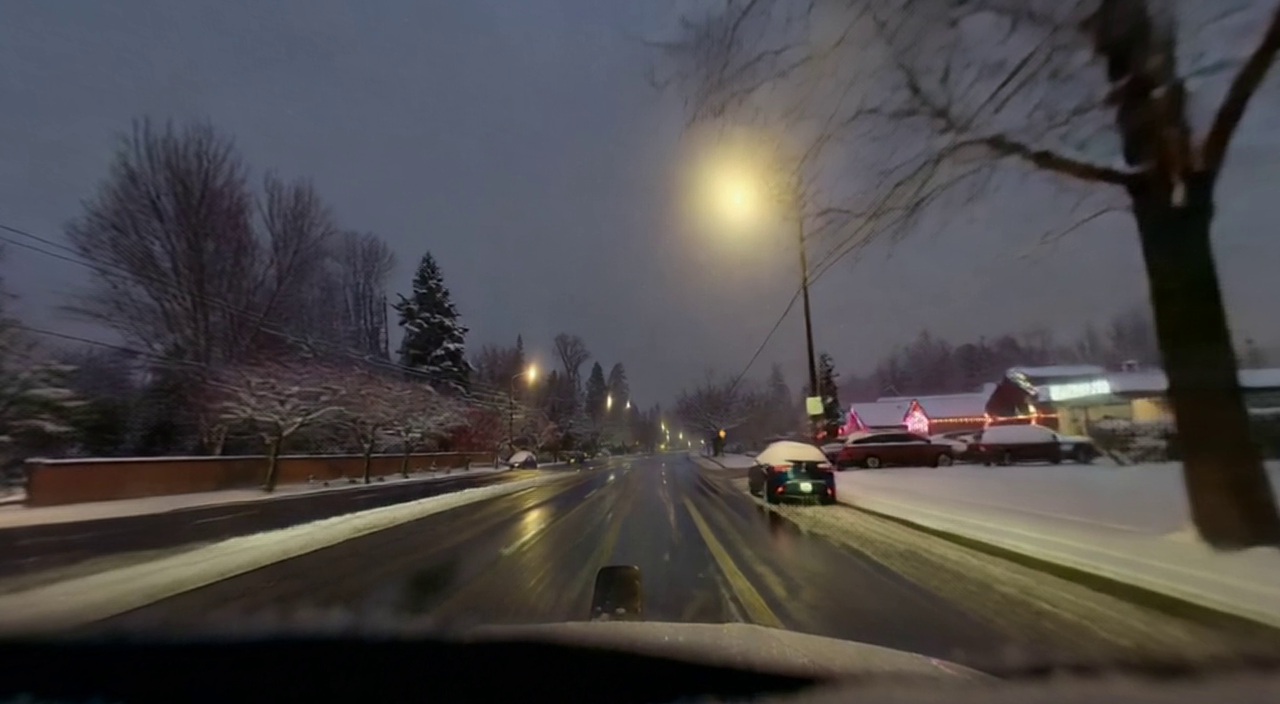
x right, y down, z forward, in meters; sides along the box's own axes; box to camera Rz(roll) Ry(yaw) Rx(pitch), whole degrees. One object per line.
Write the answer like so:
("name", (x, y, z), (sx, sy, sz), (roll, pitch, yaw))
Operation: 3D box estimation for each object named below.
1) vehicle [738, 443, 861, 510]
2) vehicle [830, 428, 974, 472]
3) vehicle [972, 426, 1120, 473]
("vehicle", (4.014, 3.196, 16.823), (2.080, 1.503, 4.821), (0, -9, 1))
("vehicle", (11.436, 4.328, 27.959), (5.369, 1.860, 2.163), (-1, -9, 5))
("vehicle", (15.671, 3.795, 24.637), (4.290, 1.717, 2.013), (-1, -9, 7))
